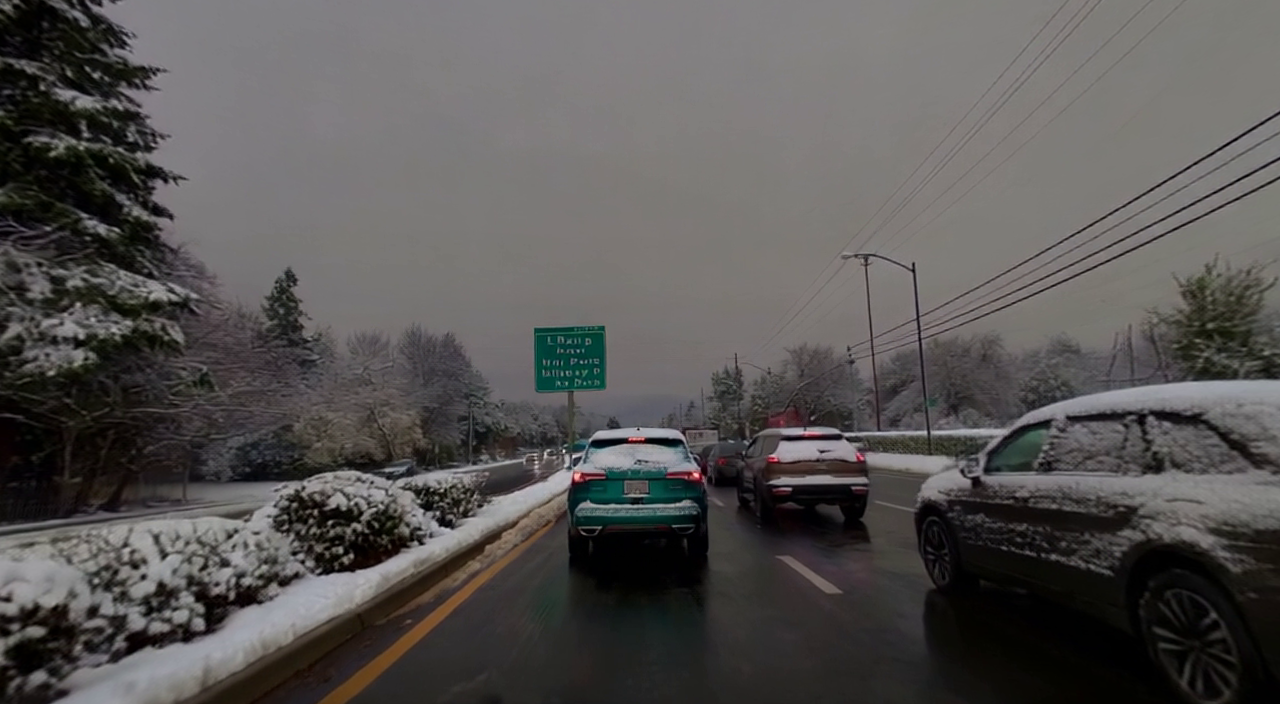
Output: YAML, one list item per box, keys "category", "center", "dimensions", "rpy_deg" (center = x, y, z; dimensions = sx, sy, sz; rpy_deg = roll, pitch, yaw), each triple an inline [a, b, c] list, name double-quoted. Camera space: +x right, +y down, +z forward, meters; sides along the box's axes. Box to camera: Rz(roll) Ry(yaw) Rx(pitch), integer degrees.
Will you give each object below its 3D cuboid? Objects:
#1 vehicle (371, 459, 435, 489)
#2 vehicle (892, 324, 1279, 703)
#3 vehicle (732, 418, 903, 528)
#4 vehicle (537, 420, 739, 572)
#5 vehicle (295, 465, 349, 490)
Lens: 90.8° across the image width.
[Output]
- category: "vehicle"
  center: [-13.540, 7.001, 36.476]
  dimensions: [1.960, 1.491, 4.700]
  rpy_deg: [0, -8, -1]
- category: "vehicle"
  center: [3.523, 0.986, 4.069]
  dimensions: [2.001, 1.707, 4.250]
  rpy_deg: [0, -8, 0]
- category: "vehicle"
  center: [3.323, 2.373, 12.969]
  dimensions: [2.097, 1.818, 4.625]
  rpy_deg: [0, -8, -1]
- category: "vehicle"
  center: [-0.055, 1.887, 9.090]
  dimensions: [2.199, 1.641, 4.232]
  rpy_deg: [0, -8, -1]
- category: "vehicle"
  center: [-22.829, 9.028, 45.524]
  dimensions: [1.847, 1.554, 3.926]
  rpy_deg: [0, -8, -1]
